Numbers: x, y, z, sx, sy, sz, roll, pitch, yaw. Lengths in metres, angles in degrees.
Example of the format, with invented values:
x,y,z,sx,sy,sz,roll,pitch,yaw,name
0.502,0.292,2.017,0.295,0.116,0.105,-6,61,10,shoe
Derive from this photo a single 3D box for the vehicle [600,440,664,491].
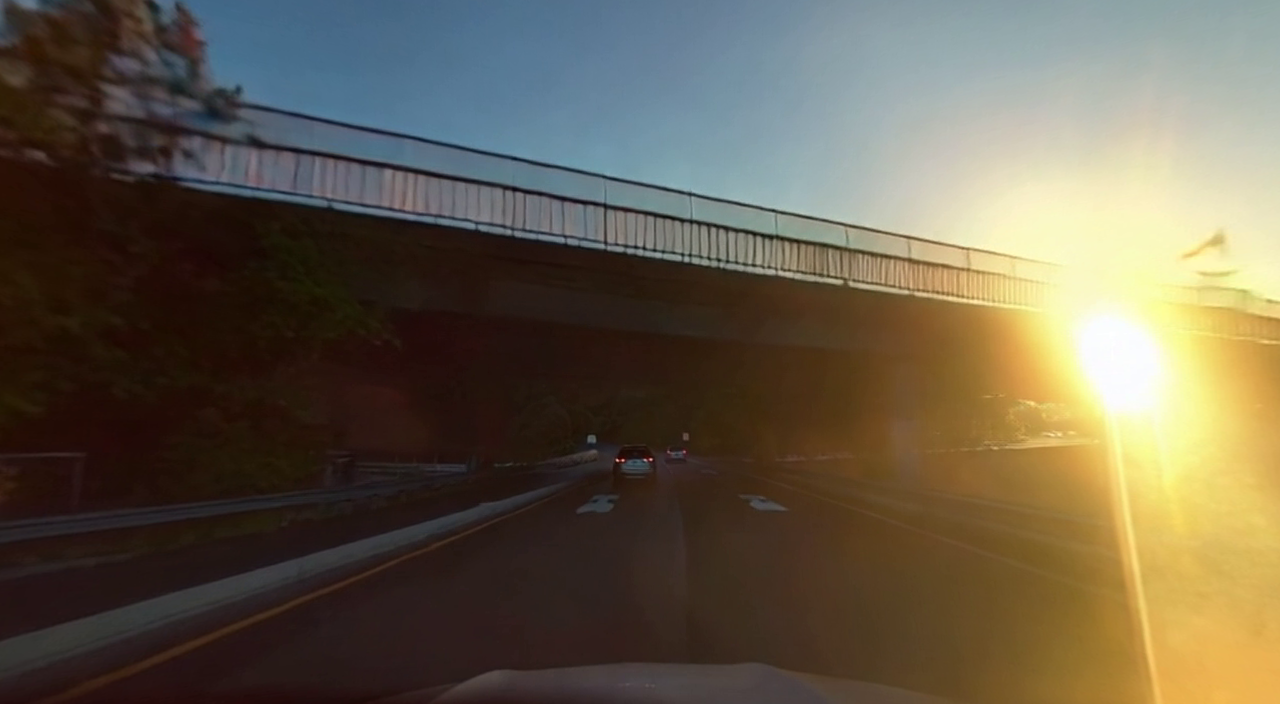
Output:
x,y,z,sx,sy,sz,roll,pitch,yaw,name
-0.211,3.949,22.123,2.037,1.601,3.643,0,-9,1,vehicle

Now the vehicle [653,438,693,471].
x,y,z,sx,sy,sz,roll,pitch,yaw,name
2.080,6.685,41.185,2.273,2.010,4.396,0,-9,-2,vehicle
